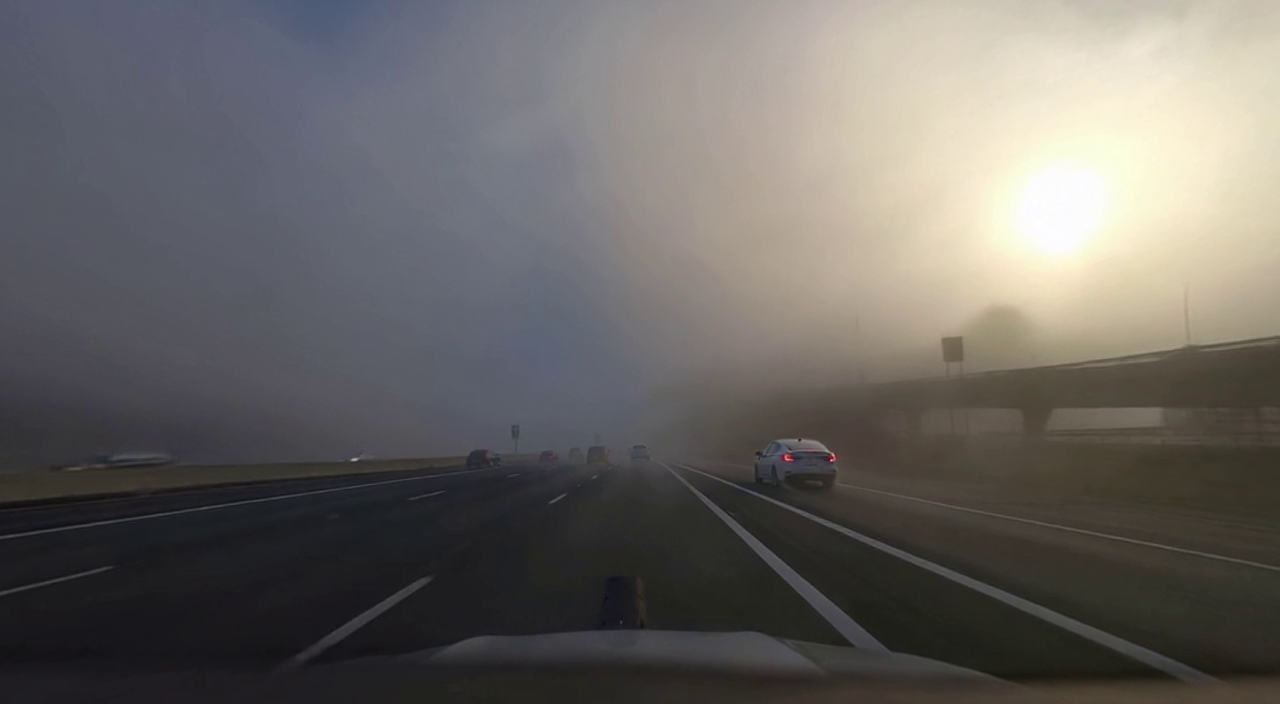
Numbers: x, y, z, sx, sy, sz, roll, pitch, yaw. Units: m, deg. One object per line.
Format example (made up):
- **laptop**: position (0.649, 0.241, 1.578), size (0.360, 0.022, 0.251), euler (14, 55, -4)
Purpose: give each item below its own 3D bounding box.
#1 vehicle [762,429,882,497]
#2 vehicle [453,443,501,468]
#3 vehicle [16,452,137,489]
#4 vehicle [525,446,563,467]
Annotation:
- **vehicle**: position (5.454, 3.405, 19.676), size (2.259, 1.816, 4.862), euler (0, -9, -1)
- **vehicle**: position (-11.320, 7.264, 44.171), size (2.107, 1.628, 4.446), euler (0, -9, 1)
- **vehicle**: position (-24.807, 5.217, 27.933), size (1.779, 1.480, 3.783), euler (0, -9, 1)
- **vehicle**: position (-7.203, 7.908, 47.907), size (2.071, 1.486, 4.703), euler (0, -9, 1)
